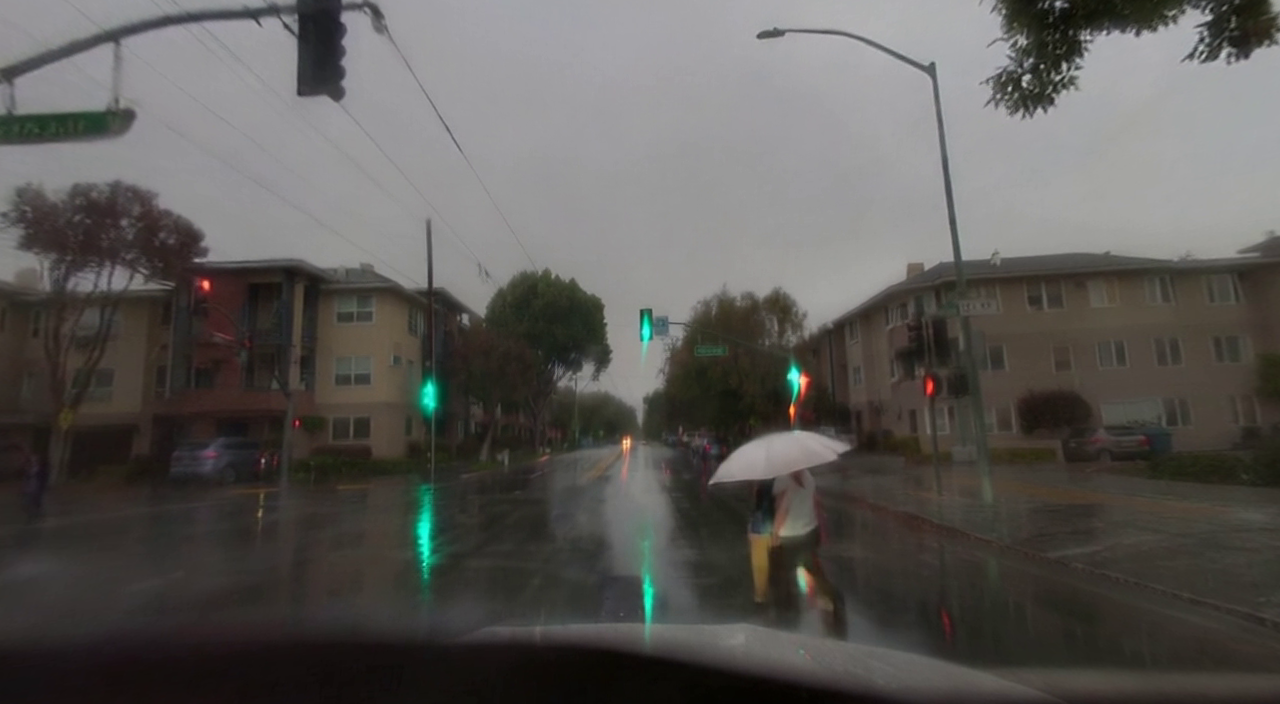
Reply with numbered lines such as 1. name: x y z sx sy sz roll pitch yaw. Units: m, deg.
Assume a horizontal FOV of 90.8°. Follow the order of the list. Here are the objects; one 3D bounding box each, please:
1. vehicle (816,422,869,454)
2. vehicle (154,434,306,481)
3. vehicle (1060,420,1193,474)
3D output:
1. vehicle: 11.524 4.957 36.239 1.950 1.714 4.245 -1 -9 5
2. vehicle: -18.963 4.871 29.497 5.468 1.854 2.283 -2 -8 -4
3. vehicle: 17.094 3.373 22.487 2.013 1.722 4.007 -2 -9 10
